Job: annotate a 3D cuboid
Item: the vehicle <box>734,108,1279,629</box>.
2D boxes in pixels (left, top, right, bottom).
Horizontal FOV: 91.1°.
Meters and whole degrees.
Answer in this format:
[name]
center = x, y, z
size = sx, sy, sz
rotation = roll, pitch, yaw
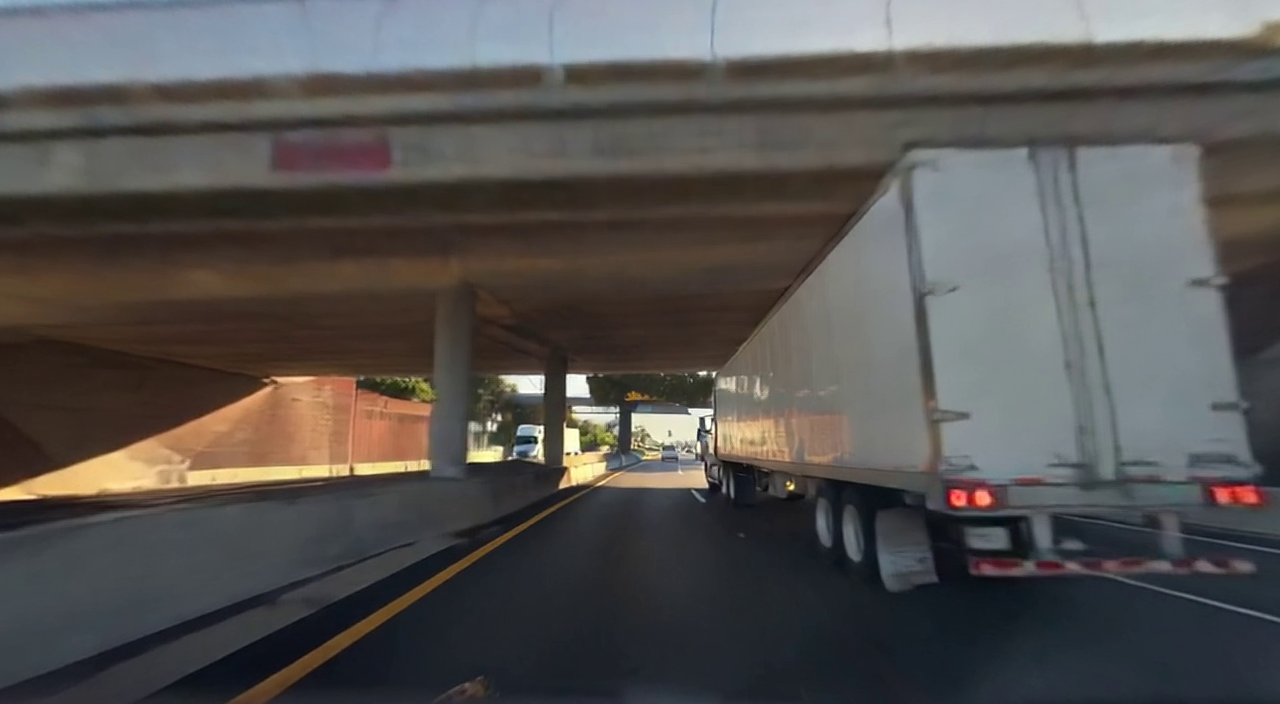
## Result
[vehicle]
center = 4.044, 0.964, 11.035
size = 2.965, 4.028, 12.529
rotation = 0, -9, 1
